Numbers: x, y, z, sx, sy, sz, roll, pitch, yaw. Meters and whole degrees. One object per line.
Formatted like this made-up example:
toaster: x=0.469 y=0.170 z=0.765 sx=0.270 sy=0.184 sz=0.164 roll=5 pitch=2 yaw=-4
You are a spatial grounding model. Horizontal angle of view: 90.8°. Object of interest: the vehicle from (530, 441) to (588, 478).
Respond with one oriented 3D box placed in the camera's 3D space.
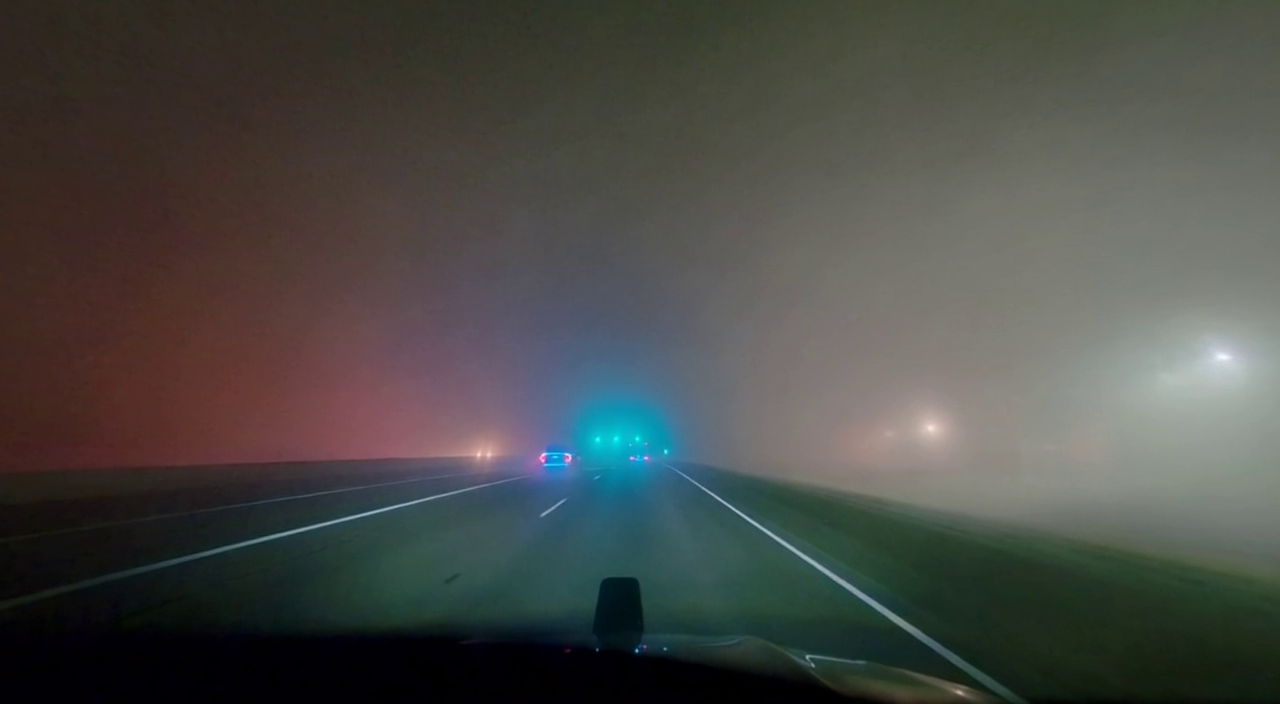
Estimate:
vehicle: x=-4.128 y=5.555 z=32.981 sx=2.272 sy=1.759 sz=5.058 roll=0 pitch=-9 yaw=1
